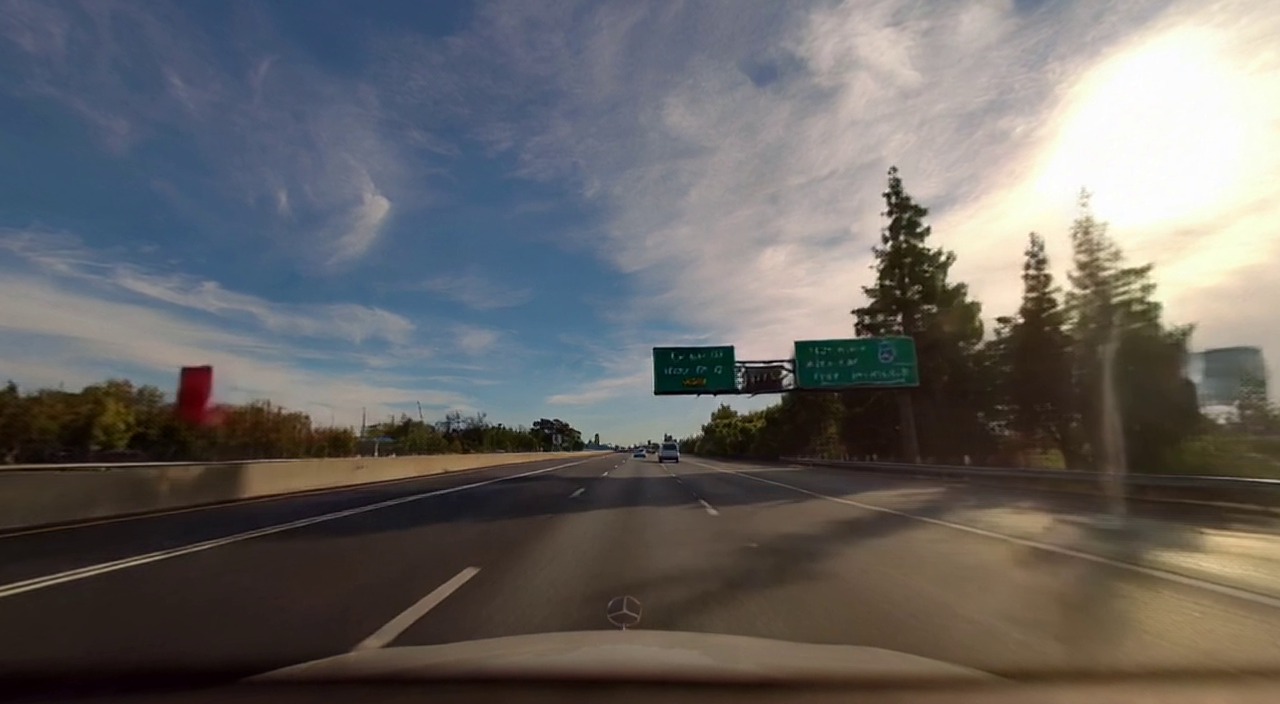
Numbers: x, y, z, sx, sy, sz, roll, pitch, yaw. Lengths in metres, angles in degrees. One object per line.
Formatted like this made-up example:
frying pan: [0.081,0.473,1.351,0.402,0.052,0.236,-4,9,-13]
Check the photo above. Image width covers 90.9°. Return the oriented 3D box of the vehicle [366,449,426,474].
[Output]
vehicle: [-15.564,6.988,40.480,1.903,1.486,4.666,0,-9,1]
